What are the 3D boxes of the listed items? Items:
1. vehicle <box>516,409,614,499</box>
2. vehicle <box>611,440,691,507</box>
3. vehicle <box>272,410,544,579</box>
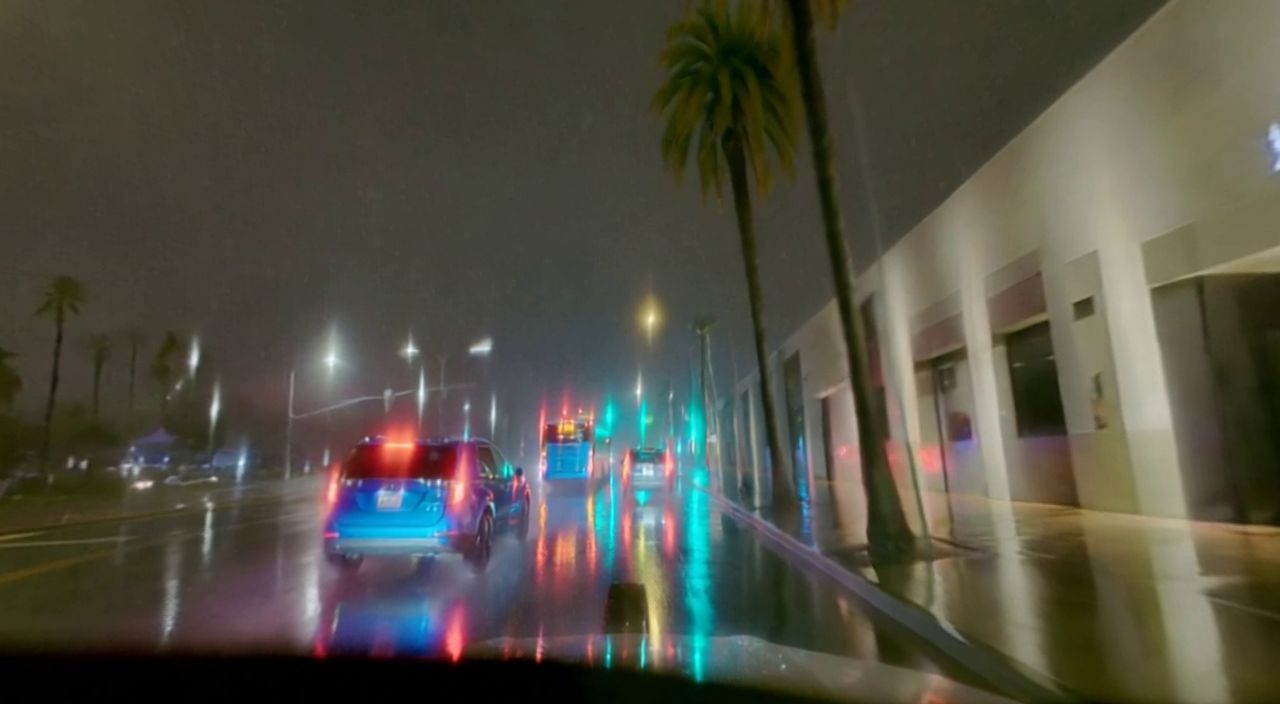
[{"bbox_3d":[-2.768,4.211,25.979,2.775,3.064,8.297,1,-9,1],"label":"vehicle"},{"bbox_3d":[0.311,3.588,18.889,2.120,1.727,3.917,1,-9,0],"label":"vehicle"},{"bbox_3d":[-2.896,1.938,9.266,2.124,1.799,4.587,1,-9,1],"label":"vehicle"}]
